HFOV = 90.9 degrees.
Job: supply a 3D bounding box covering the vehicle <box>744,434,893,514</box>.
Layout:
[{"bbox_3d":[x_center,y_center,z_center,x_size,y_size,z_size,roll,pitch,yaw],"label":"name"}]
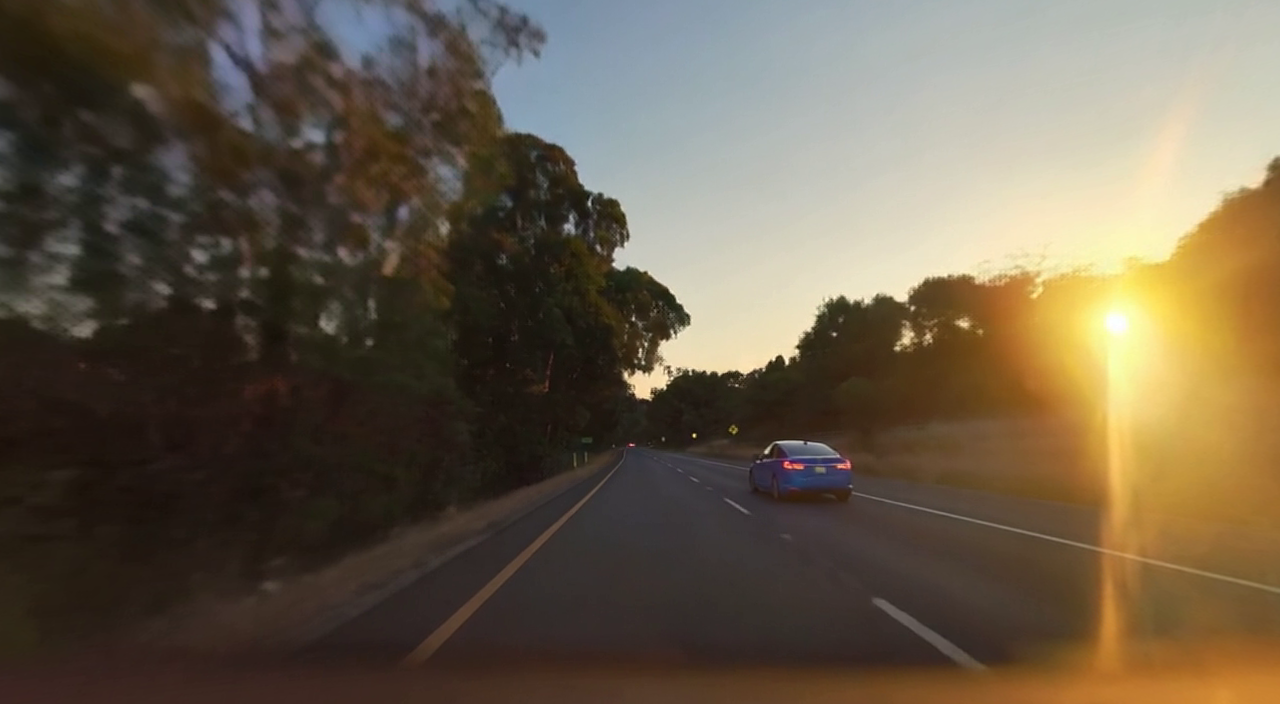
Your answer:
[{"bbox_3d":[3.719,2.629,14.094,2.003,1.466,4.441,0,-8,0],"label":"vehicle"}]
